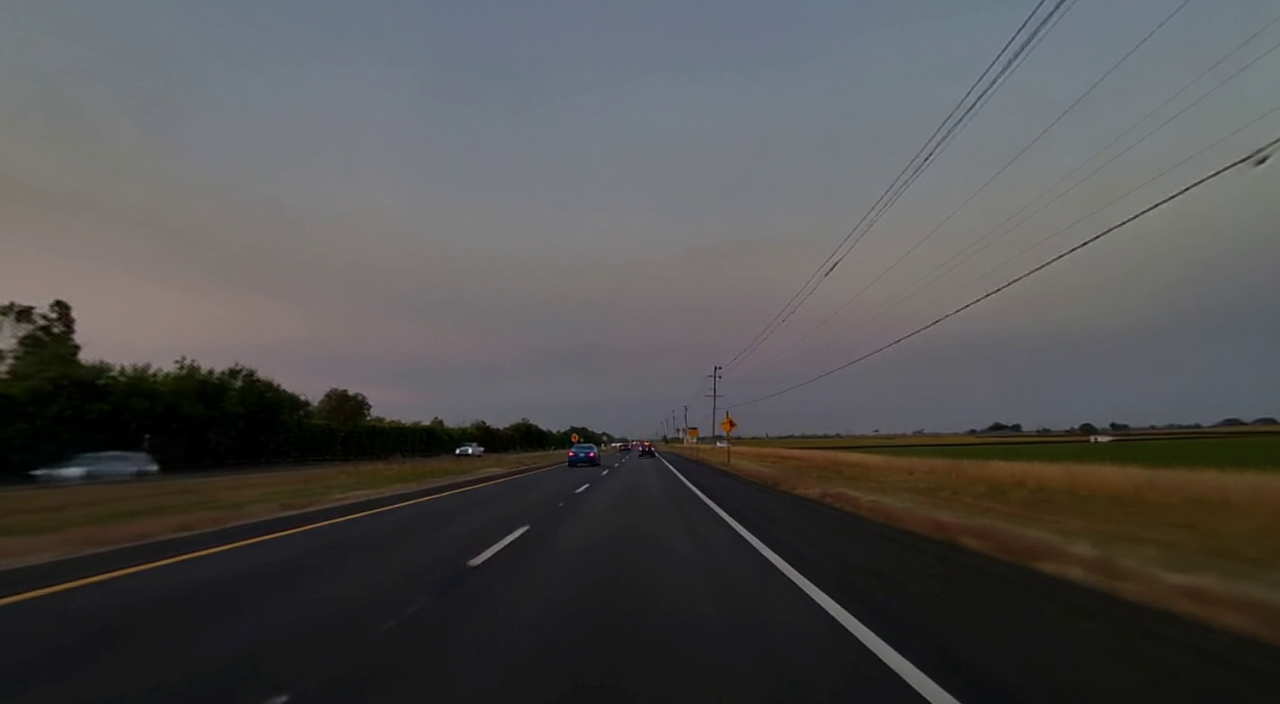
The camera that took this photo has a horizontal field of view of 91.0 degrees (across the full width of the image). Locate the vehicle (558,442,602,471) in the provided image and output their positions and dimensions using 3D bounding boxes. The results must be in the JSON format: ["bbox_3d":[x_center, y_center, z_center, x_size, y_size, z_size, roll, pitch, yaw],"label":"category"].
[{"bbox_3d":[-3.519,6.276,37.878,2.120,1.597,4.810,0,-9,0],"label":"vehicle"}]

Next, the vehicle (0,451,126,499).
[{"bbox_3d":[-21.246,4.339,22.613,1.820,1.517,4.376,0,-9,0],"label":"vehicle"}]
